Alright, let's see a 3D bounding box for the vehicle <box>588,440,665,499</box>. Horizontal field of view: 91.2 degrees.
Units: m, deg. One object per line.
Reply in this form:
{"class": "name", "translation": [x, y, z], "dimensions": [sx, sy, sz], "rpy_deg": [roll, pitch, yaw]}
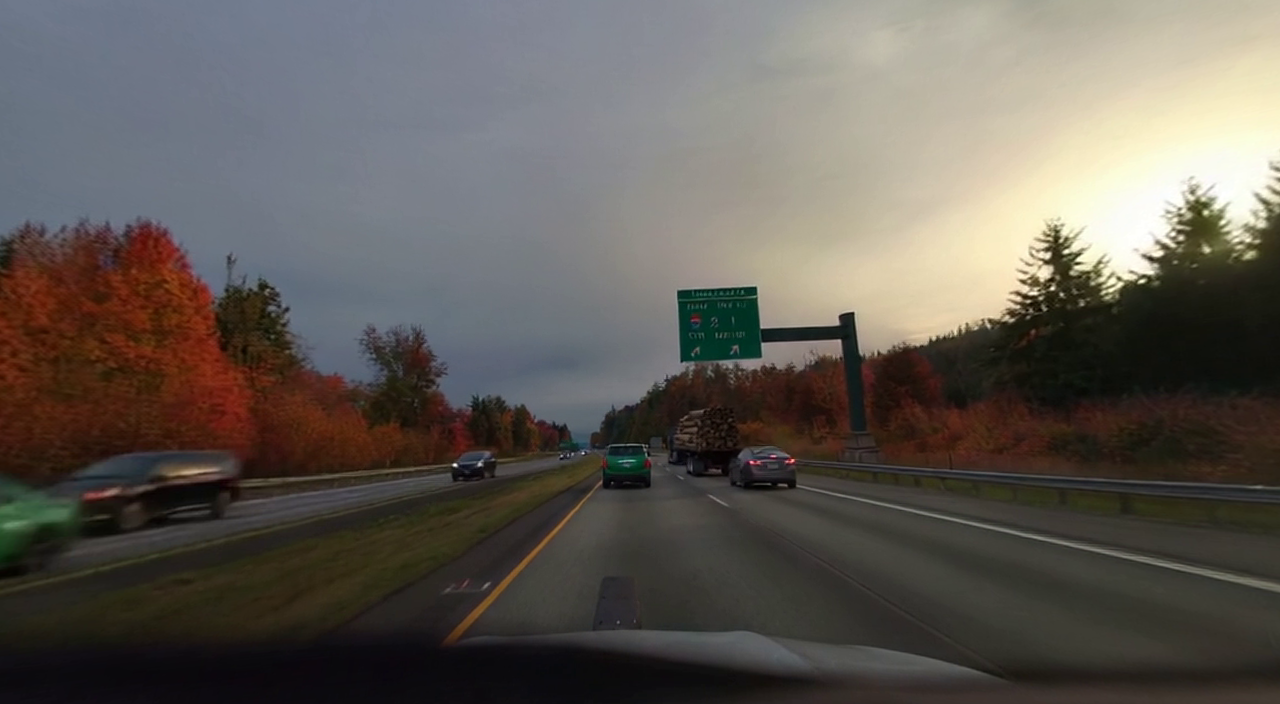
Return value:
{"class": "vehicle", "translation": [-0.435, 3.784, 20.558], "dimensions": [2.263, 1.699, 3.936], "rpy_deg": [0, -9, -1]}

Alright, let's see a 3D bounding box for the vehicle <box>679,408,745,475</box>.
{"class": "vehicle", "translation": [4.522, 5.922, 41.112], "dimensions": [3.125, 3.895, 8.461], "rpy_deg": [0, -9, -1]}

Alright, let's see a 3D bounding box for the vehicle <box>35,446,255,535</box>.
{"class": "vehicle", "translation": [-13.381, 3.693, 17.485], "dimensions": [2.215, 2.079, 4.694], "rpy_deg": [-1, -9, 0]}

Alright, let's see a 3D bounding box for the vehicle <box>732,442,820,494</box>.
{"class": "vehicle", "translation": [4.774, 4.125, 22.719], "dimensions": [2.057, 1.660, 4.525], "rpy_deg": [0, -9, -1]}

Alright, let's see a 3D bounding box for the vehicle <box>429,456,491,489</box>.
{"class": "vehicle", "translation": [-9.249, 6.188, 32.503], "dimensions": [2.075, 1.516, 3.955], "rpy_deg": [0, -9, 0]}
